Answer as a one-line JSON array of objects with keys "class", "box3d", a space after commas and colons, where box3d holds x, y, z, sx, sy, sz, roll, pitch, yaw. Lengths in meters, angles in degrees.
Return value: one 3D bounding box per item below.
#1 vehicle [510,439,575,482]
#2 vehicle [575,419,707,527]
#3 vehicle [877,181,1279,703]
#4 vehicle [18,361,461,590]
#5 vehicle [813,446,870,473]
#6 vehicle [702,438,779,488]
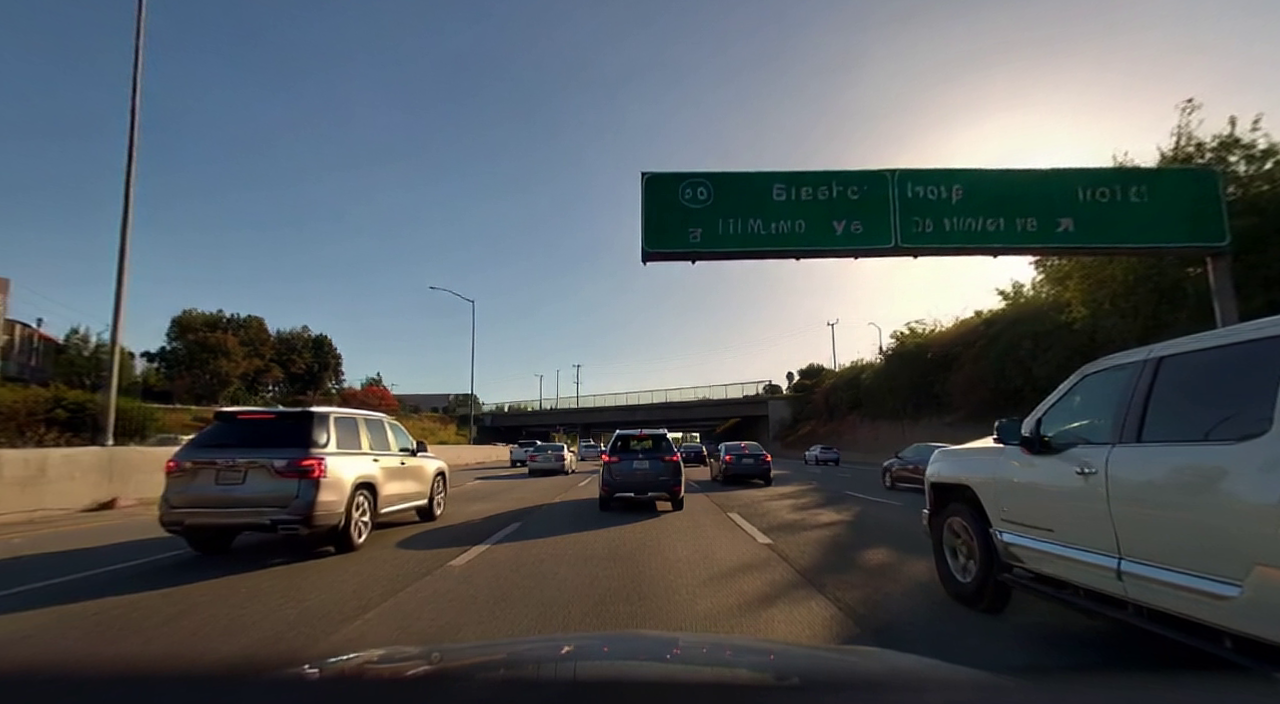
[{"class": "vehicle", "box3d": [-4.106, 4.649, 27.257, 1.982, 1.655, 4.604, 0, -9, 1]}, {"class": "vehicle", "box3d": [0.040, 2.320, 12.588, 2.181, 1.756, 4.167, 0, -9, 0]}, {"class": "vehicle", "box3d": [3.476, 0.695, 3.439, 2.300, 2.242, 5.327, 0, -9, 0]}, {"class": "vehicle", "box3d": [-4.573, 1.589, 8.920, 2.212, 2.101, 6.052, 0, -9, 0]}, {"class": "vehicle", "box3d": [12.169, 6.506, 38.344, 1.797, 1.557, 4.653, 1, -9, -2]}, {"class": "vehicle", "box3d": [3.546, 4.025, 23.124, 2.022, 1.633, 4.651, 1, -9, -1]}]
